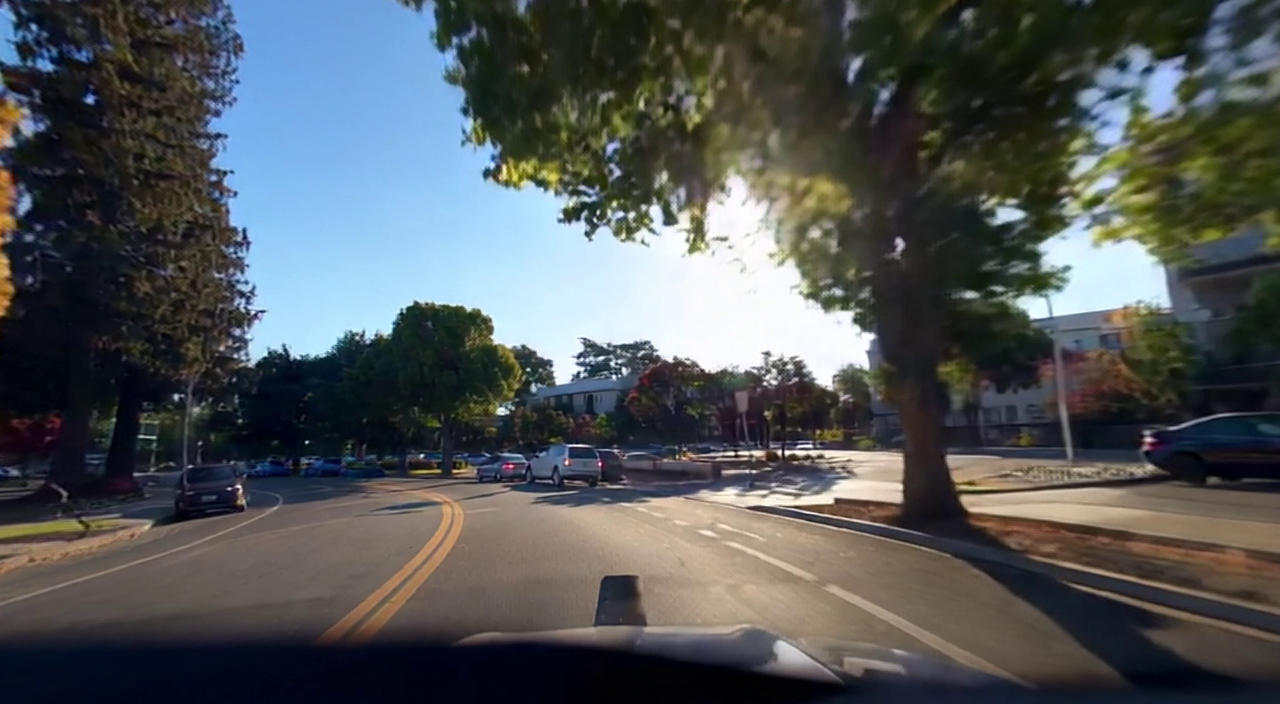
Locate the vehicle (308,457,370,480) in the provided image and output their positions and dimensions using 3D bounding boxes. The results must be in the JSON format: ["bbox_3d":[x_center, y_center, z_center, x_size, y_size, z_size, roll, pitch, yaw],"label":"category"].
[{"bbox_3d":[-22.010,8.431,46.079,4.789,1.509,2.016,-6,-11,37],"label":"vehicle"}]

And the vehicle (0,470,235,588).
[{"bbox_3d":[-9.335,2.622,9.696,2.876,1.170,6.732,-3,-8,-10],"label":"vehicle"}]

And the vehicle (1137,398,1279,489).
[{"bbox_3d":[12.604,1.785,12.350,4.248,1.657,1.940,-5,-10,32],"label":"vehicle"}]

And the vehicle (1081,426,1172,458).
[{"bbox_3d":[30.010,5.547,39.048,4.251,1.666,2.136,-7,-5,39],"label":"vehicle"}]

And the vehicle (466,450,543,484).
[{"bbox_3d":[-6.919,5.751,31.918,2.066,1.509,4.579,6,-10,-36],"label":"vehicle"}]

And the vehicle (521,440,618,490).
[{"bbox_3d":[-2.956,4.475,25.509,2.289,1.785,4.944,4,-9,-26],"label":"vehicle"}]

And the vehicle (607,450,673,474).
[{"bbox_3d":[0.056,7.005,40.529,2.218,1.373,4.156,-7,-10,35],"label":"vehicle"}]

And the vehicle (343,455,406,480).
[{"bbox_3d":[-17.985,7.774,42.721,4.713,1.508,1.884,-7,-11,40],"label":"vehicle"}]

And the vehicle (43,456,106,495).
[{"bbox_3d":[-42.070,9.071,46.961,5.472,2.223,2.382,-3,-5,37],"label":"vehicle"}]
